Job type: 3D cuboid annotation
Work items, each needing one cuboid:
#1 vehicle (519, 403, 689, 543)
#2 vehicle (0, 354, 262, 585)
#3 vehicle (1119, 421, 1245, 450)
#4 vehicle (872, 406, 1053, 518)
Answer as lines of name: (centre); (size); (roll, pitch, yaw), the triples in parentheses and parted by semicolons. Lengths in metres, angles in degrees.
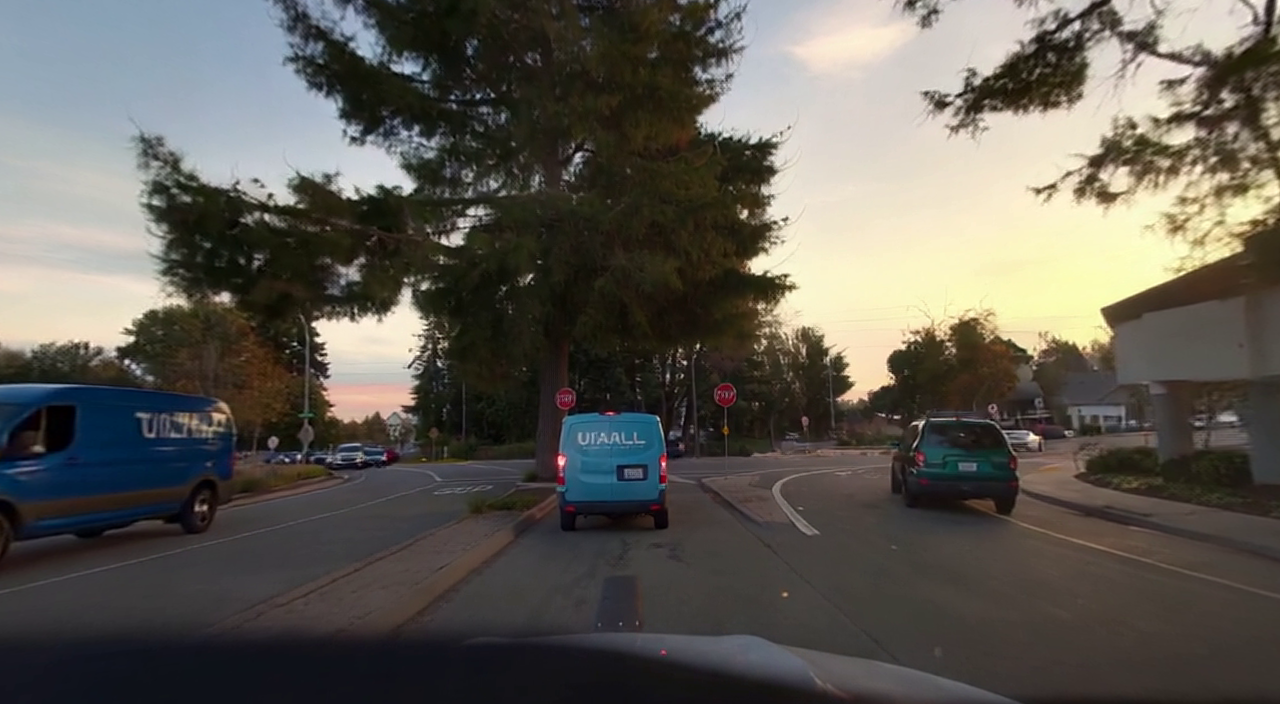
vehicle: (-0.378, 1.931, 10.659); (2.237, 1.828, 4.546); (-1, -8, 3)
vehicle: (-7.986, 1.541, 8.649); (2.426, 2.410, 5.046); (0, -8, 0)
vehicle: (29.561, 4.592, 34.563); (5.155, 1.515, 2.131); (1, -8, -6)
vehicle: (6.716, 2.352, 13.923); (2.204, 1.973, 4.946); (-2, -9, 12)
